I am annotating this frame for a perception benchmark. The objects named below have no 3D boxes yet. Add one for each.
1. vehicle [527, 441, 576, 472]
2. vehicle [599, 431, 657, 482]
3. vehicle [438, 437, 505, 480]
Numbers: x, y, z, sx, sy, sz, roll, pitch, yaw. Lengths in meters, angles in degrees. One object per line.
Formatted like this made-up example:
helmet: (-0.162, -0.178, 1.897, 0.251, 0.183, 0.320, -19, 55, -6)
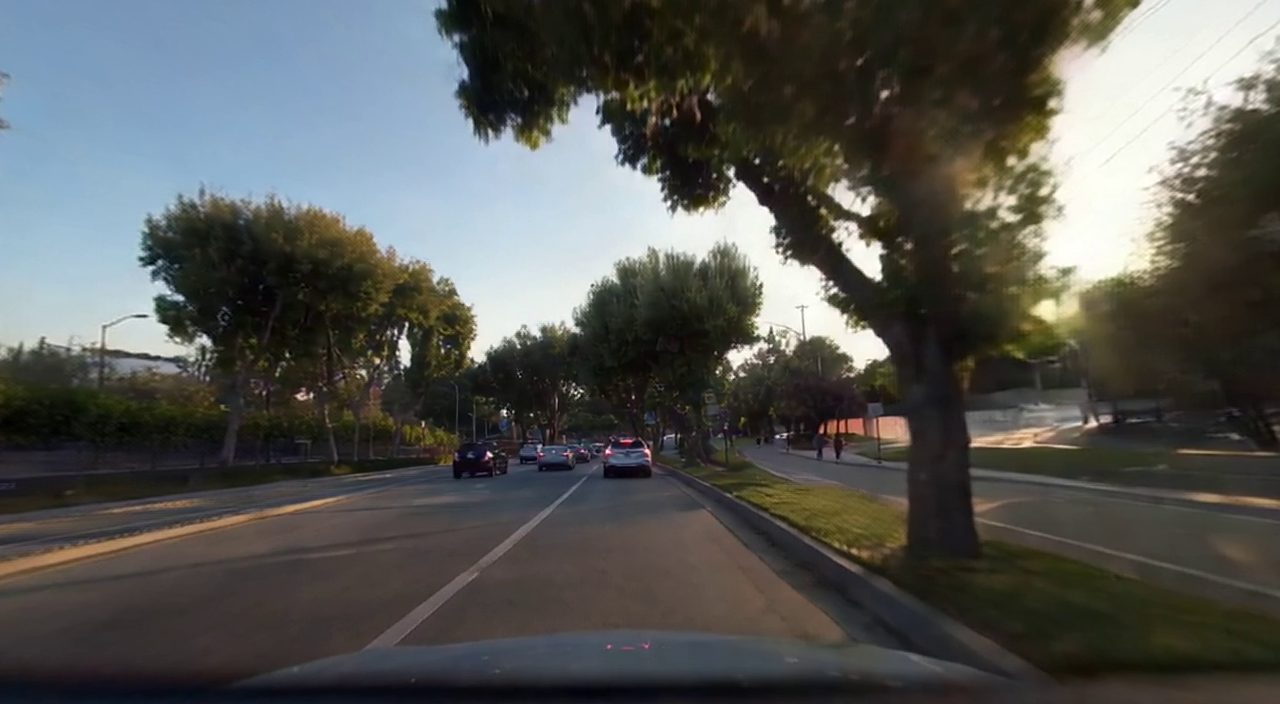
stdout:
vehicle: (-4.571, 5.487, 33.344, 2.087, 1.485, 4.452, 0, -8, -2)
vehicle: (-0.508, 3.978, 24.283, 2.012, 1.769, 3.897, 0, -8, -2)
vehicle: (-6.903, 4.406, 26.353, 1.860, 1.634, 4.089, 0, -8, -3)
